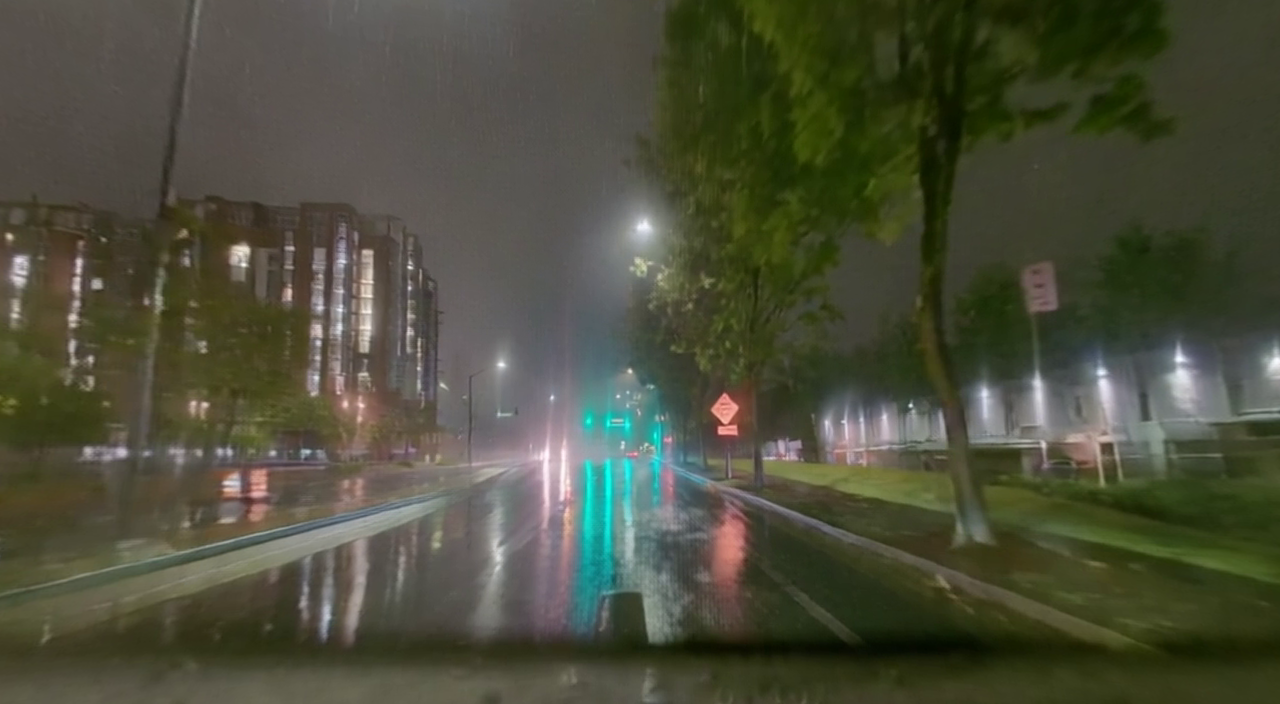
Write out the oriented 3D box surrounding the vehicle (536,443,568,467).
[{"bbox_3d":[-6.501,7.675,47.275,2.076,1.724,4.188,0,-9,-4],"label":"vehicle"}]
